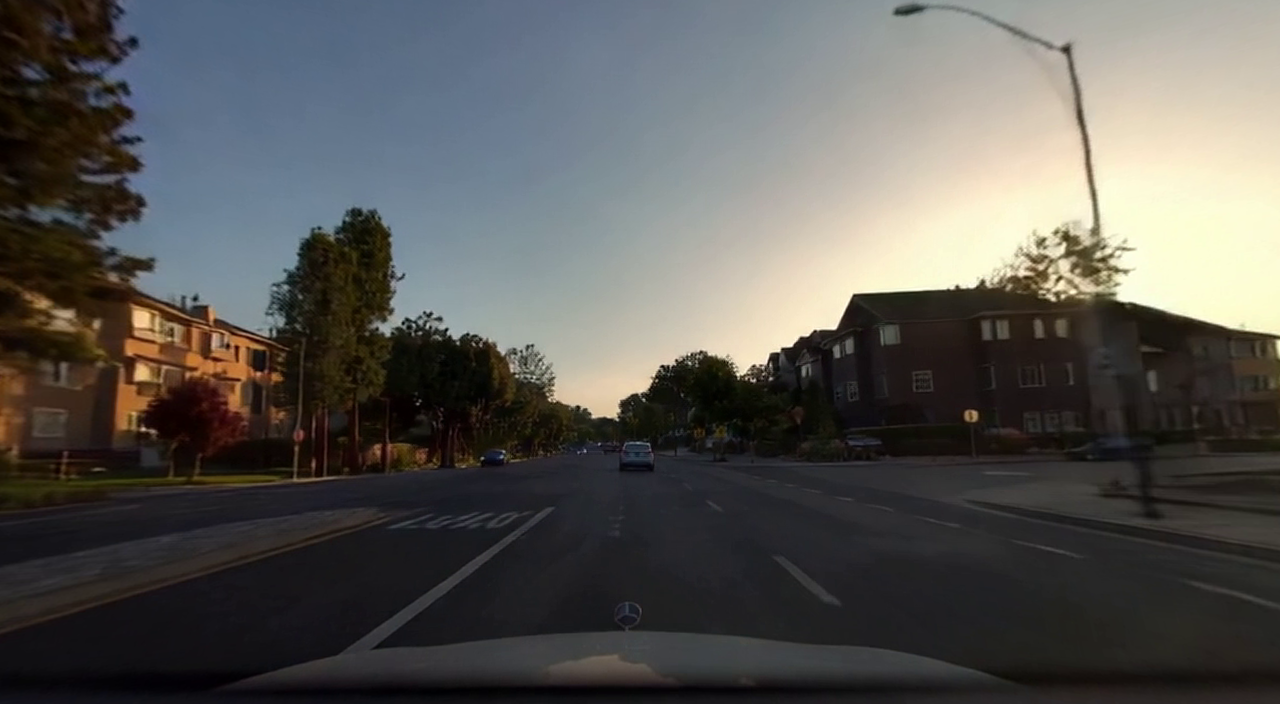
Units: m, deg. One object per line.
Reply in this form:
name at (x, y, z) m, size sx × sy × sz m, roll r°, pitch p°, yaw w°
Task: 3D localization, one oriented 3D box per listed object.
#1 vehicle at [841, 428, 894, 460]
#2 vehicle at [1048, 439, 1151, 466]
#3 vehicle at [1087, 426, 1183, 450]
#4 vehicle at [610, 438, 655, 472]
vehicle at (14.950, 6.009, 41.024) m, size 2.666 × 1.892 × 5.391 m, roll -4°, pitch -9°, yaw 25°
vehicle at (24.752, 5.393, 33.844) m, size 4.466 × 1.414 × 1.977 m, roll 2°, pitch -9°, yaw -15°
vehicle at (35.630, 6.232, 45.315) m, size 1.847 × 1.578 × 4.998 m, roll 6°, pitch -10°, yaw -36°
vehicle at (-0.500, 5.848, 35.933) m, size 2.165 × 1.783 × 4.391 m, roll 1°, pitch -8°, yaw -6°
